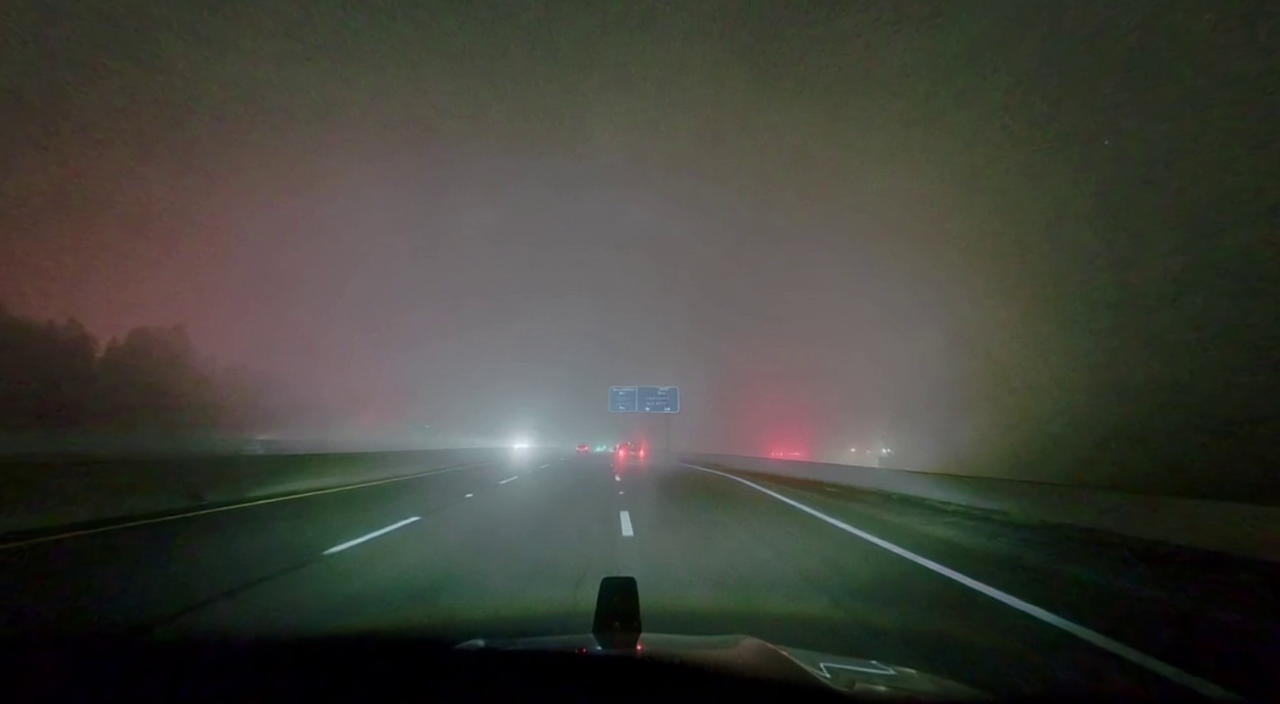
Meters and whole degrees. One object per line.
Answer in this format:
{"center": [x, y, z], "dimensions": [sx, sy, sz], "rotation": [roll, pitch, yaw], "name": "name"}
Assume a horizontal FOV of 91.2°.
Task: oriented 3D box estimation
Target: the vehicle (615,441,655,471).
{"center": [-0.249, 5.598, 33.903], "dimensions": [2.055, 1.509, 4.255], "rotation": [0, -9, 0], "name": "vehicle"}
